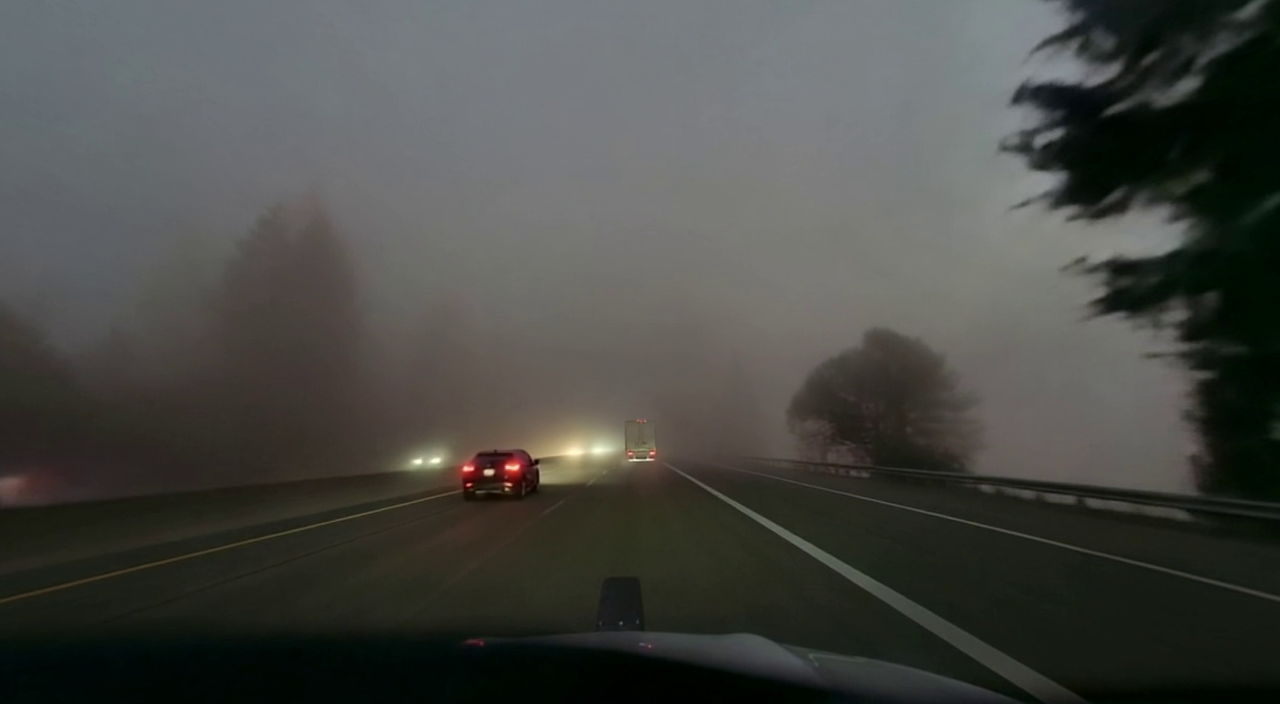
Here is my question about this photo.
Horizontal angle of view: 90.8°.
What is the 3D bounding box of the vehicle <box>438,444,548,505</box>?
[{"bbox_3d":[-3.859,3.297,17.365,1.955,1.438,4.100,-1,-9,1],"label":"vehicle"}]
